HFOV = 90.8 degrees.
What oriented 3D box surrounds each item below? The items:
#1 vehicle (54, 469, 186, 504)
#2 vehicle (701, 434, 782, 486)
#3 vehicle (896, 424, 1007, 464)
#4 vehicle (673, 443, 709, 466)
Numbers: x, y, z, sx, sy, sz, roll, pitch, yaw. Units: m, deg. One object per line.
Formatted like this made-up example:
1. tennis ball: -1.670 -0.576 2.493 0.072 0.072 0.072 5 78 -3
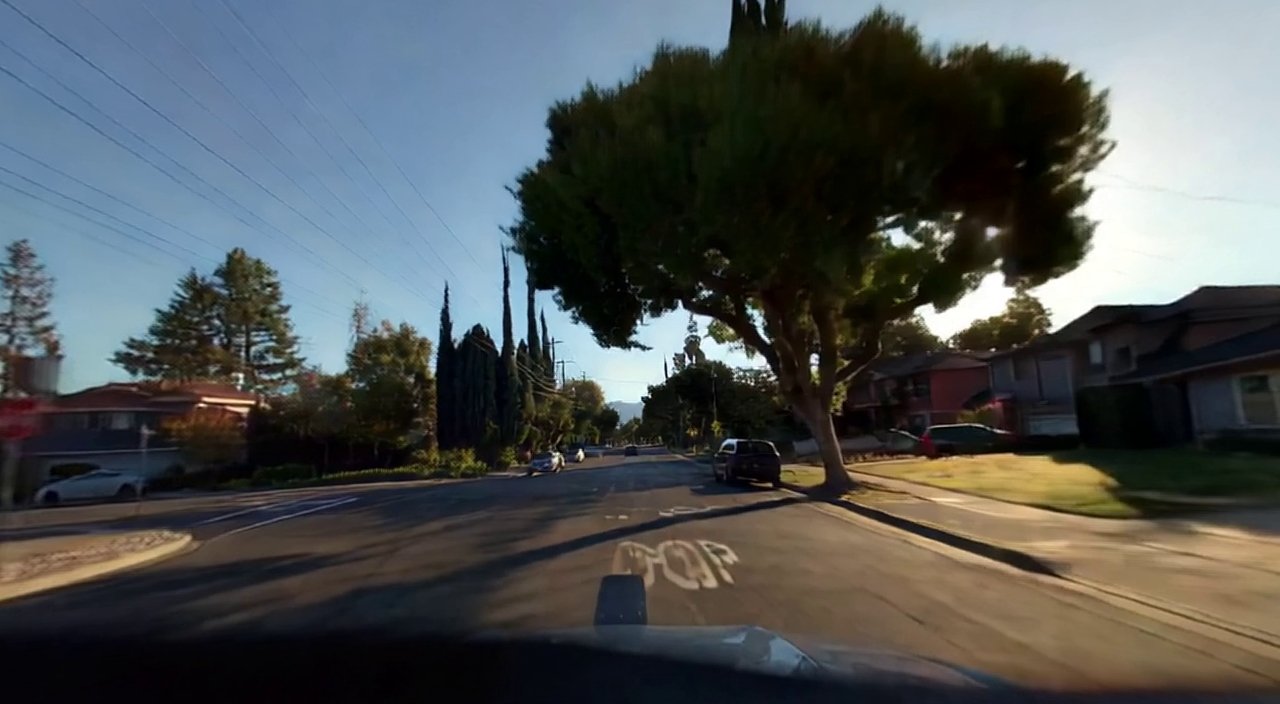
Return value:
1. vehicle: -23.975 6.197 29.234 4.479 1.475 1.842 0 -8 2
2. vehicle: 3.668 4.012 23.799 2.134 1.720 4.515 0 -8 -2
3. vehicle: 15.243 4.508 31.085 4.283 1.660 2.035 -3 -7 0
4. vehicle: 3.477 7.082 43.920 2.012 1.531 4.557 0 -8 -1
